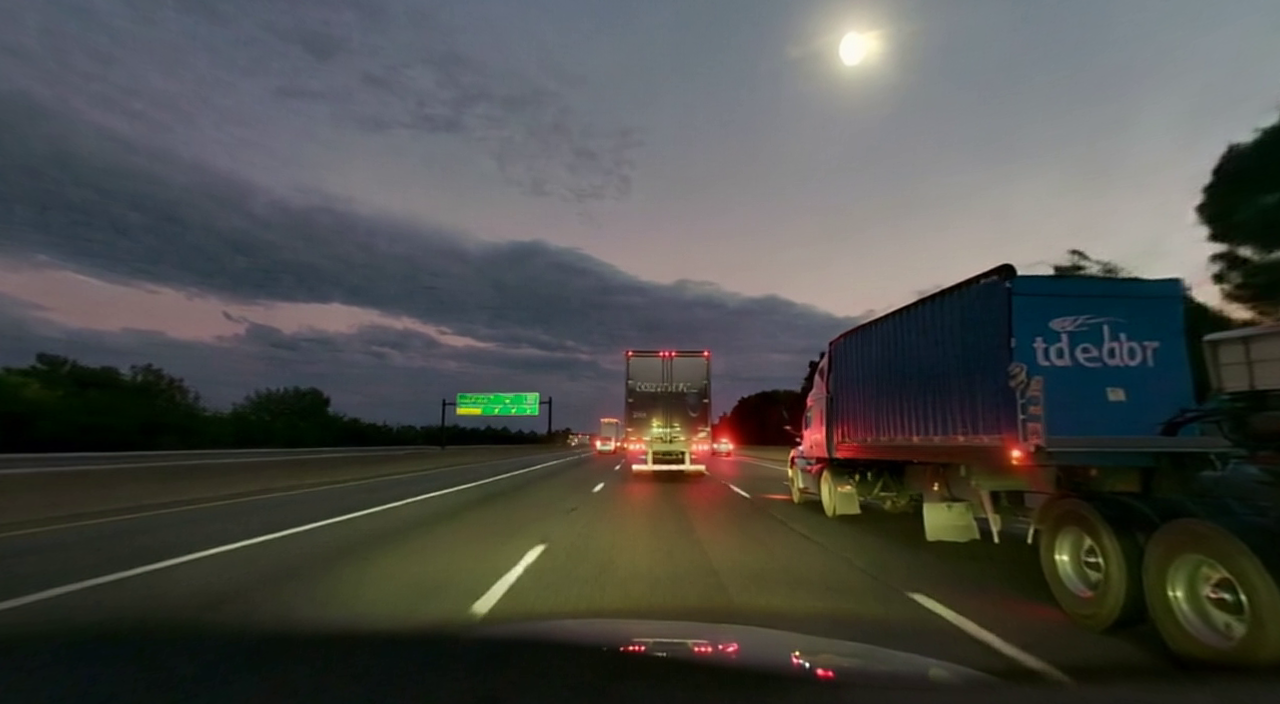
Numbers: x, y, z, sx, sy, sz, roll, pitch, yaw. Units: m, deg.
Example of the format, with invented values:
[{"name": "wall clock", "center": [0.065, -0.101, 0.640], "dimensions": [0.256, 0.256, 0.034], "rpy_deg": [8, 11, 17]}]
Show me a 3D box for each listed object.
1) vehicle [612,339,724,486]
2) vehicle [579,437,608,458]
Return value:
[{"name": "vehicle", "center": [0.729, 2.232, 21.561], "dimensions": [2.920, 3.860, 10.035], "rpy_deg": [0, -8, 0]}, {"name": "vehicle", "center": [-3.524, 7.178, 47.478], "dimensions": [2.075, 1.509, 3.835], "rpy_deg": [0, -8, -4]}]
